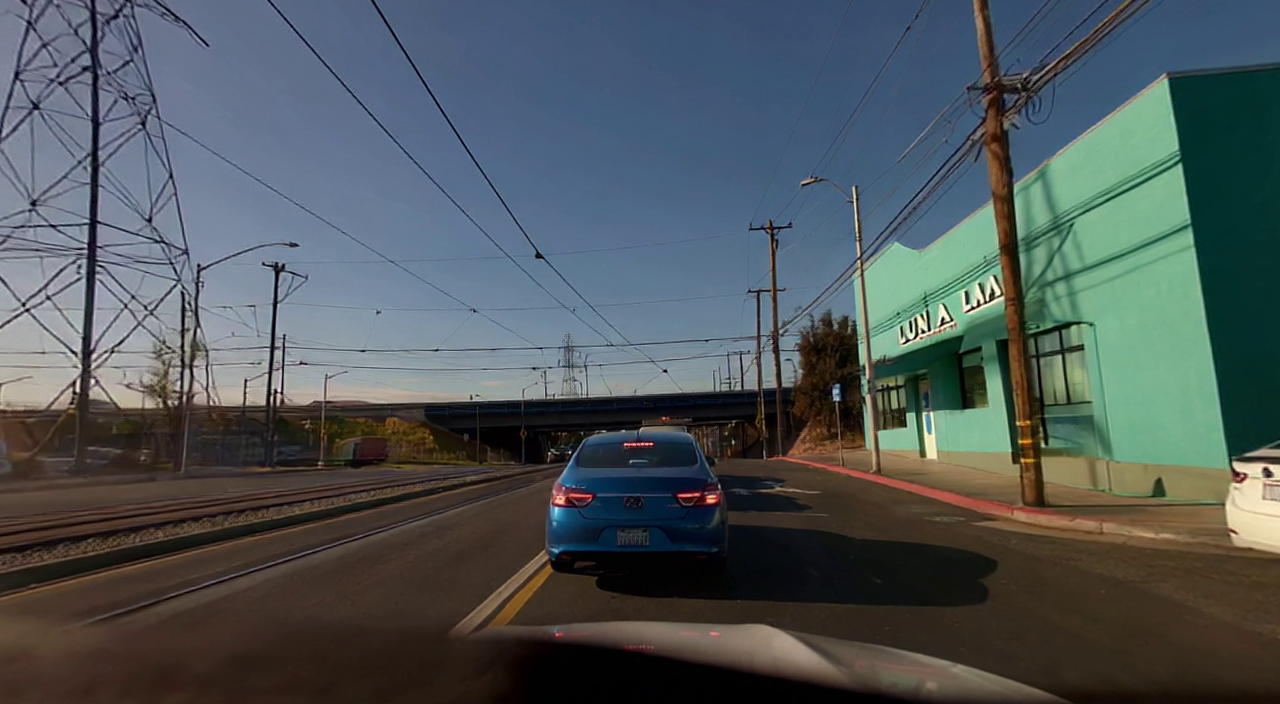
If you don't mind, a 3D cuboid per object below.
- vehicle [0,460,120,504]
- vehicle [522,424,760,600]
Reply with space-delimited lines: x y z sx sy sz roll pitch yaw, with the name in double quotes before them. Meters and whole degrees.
"vehicle" -21.928 4.686 22.845 4.566 1.453 1.935 -1 -9 5
"vehicle" 0.094 1.712 7.622 2.090 1.518 4.033 -1 -9 3
